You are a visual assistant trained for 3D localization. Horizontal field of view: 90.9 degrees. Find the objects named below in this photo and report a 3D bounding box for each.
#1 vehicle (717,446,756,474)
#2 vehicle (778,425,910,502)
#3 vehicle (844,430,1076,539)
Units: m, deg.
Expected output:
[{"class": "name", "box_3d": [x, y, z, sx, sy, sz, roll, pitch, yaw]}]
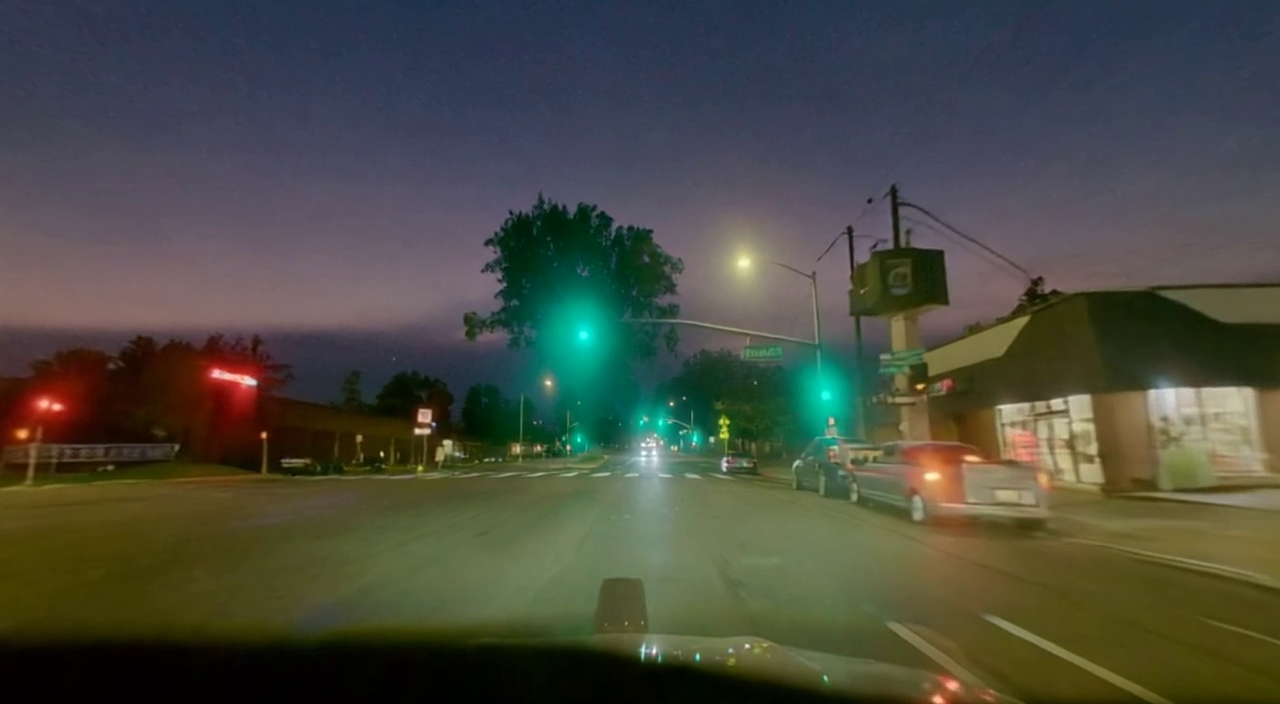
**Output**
[{"class": "vehicle", "box_3d": [6.228, 6.996, 41.113, 1.955, 1.679, 3.890, 0, -8, 0]}, {"class": "vehicle", "box_3d": [5.970, 3.324, 19.305, 2.182, 2.019, 5.247, 0, -8, -1]}, {"class": "vehicle", "box_3d": [5.811, 2.438, 12.434, 1.845, 1.664, 5.285, 0, -9, 0]}]
